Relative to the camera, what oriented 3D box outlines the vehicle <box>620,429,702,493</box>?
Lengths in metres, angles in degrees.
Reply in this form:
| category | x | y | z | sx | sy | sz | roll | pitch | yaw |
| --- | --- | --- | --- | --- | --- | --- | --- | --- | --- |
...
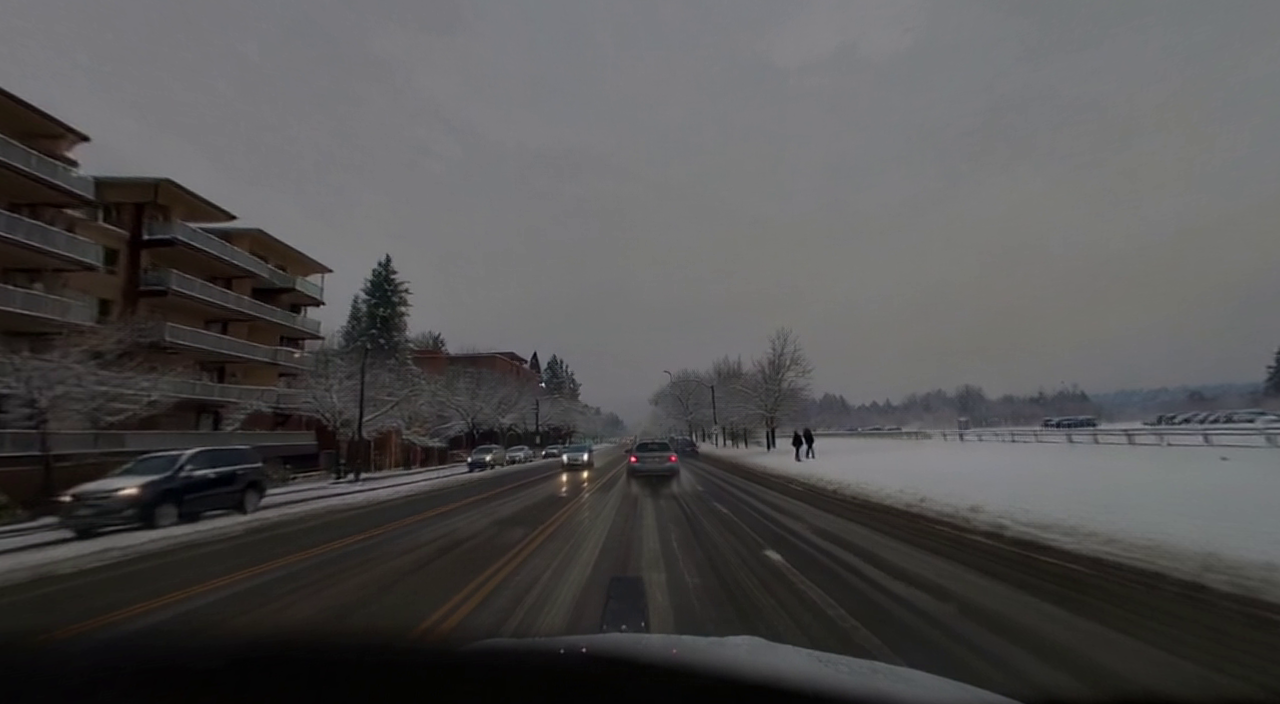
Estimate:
| category | x | y | z | sx | sy | sz | roll | pitch | yaw |
| --- | --- | --- | --- | --- | --- | --- | --- | --- | --- |
| vehicle | 0.559 | 3.144 | 18.455 | 2.132 | 1.632 | 3.838 | 0 | -9 | 0 |

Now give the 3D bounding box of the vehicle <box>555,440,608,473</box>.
| category | x | y | z | sx | sy | sz | roll | pitch | yaw |
| --- | --- | --- | --- | --- | --- | --- | --- | --- | --- |
| vehicle | -2.753 | 5.077 | 30.742 | 2.104 | 1.455 | 4.199 | -1 | -9 | 1 |

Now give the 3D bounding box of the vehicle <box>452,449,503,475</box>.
| category | x | y | z | sx | sy | sz | roll | pitch | yaw |
| --- | --- | --- | --- | --- | --- | --- | --- | --- | --- |
| vehicle | -10.167 | 6.910 | 39.762 | 1.839 | 1.474 | 4.694 | -1 | -9 | 1 |

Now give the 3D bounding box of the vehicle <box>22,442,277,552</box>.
| category | x | y | z | sx | sy | sz | roll | pitch | yaw |
| --- | --- | --- | --- | --- | --- | --- | --- | --- | --- |
| vehicle | -10.289 | 2.986 | 13.829 | 2.032 | 1.833 | 4.465 | -3 | -8 | 0 |
